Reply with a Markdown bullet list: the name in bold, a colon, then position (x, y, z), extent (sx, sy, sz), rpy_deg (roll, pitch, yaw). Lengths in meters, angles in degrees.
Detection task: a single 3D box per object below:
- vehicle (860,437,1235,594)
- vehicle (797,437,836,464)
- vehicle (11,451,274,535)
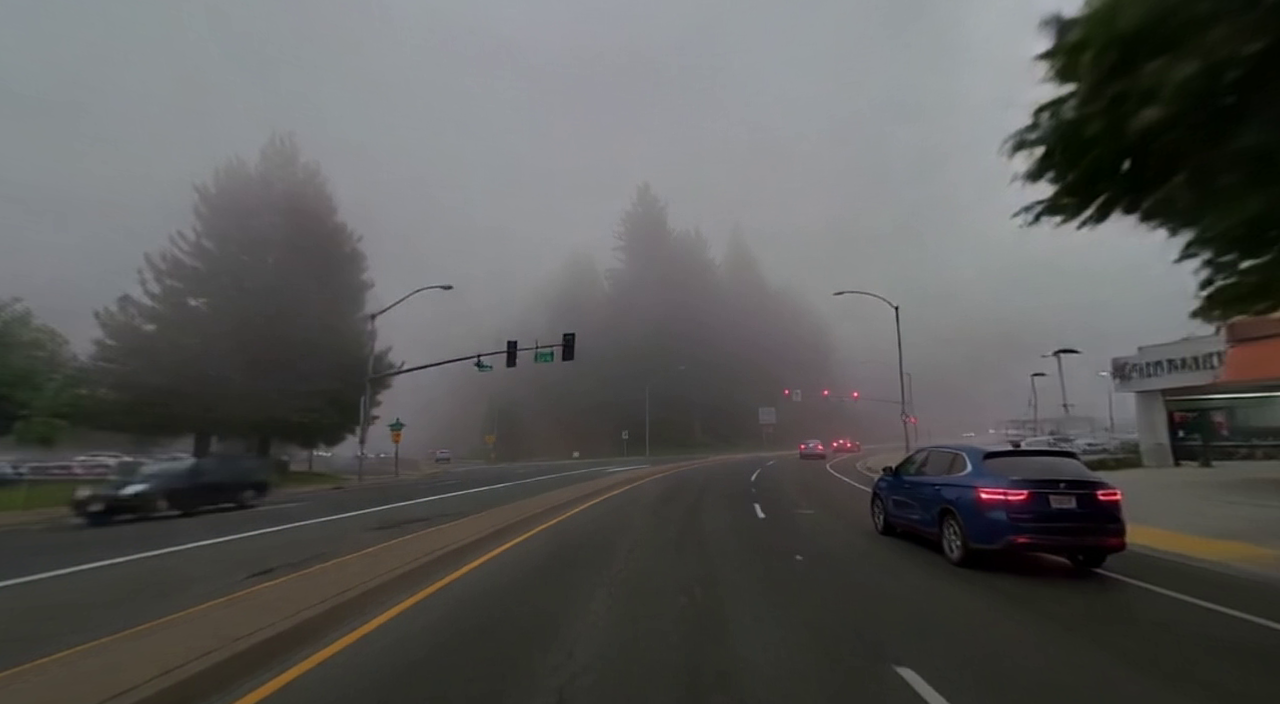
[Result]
- **vehicle**: position (4.632, 1.875, 8.222), extent (1.938, 1.466, 4.434), rpy_deg (0, -8, 0)
- **vehicle**: position (12.339, 6.828, 43.847), extent (2.311, 1.715, 4.287), rpy_deg (-3, -9, 18)
- **vehicle**: position (-10.687, 2.998, 14.109), extent (2.022, 1.498, 4.400), rpy_deg (-1, -8, 6)
